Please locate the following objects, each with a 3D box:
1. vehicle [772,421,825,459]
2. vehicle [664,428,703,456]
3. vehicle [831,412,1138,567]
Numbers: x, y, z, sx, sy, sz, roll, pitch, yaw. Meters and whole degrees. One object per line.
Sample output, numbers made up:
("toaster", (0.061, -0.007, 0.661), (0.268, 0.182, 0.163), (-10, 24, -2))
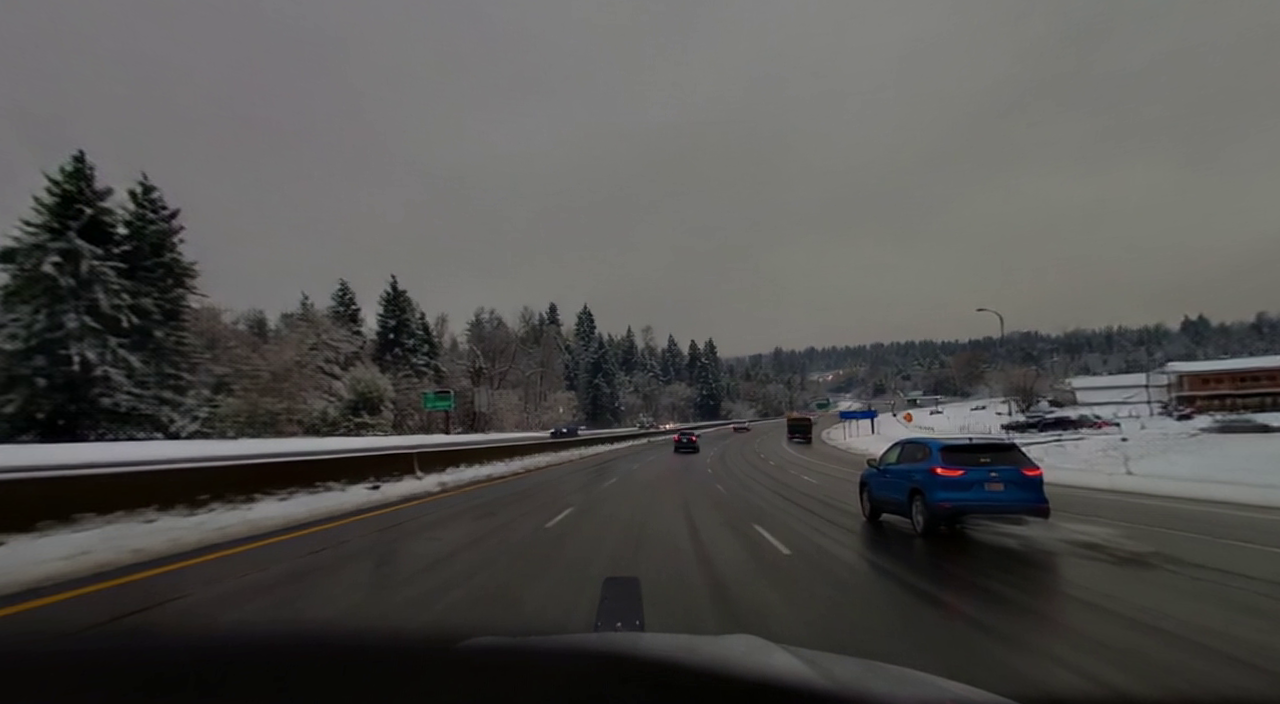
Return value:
("vehicle", (10.053, 5.684, 40.635), (2.526, 2.230, 6.190), (-1, -9, 7))
("vehicle", (2.950, 6.001, 42.055), (2.181, 1.768, 4.383), (-1, -9, 8))
("vehicle", (4.404, 1.816, 9.091), (2.097, 1.659, 4.320), (0, -9, 2))
